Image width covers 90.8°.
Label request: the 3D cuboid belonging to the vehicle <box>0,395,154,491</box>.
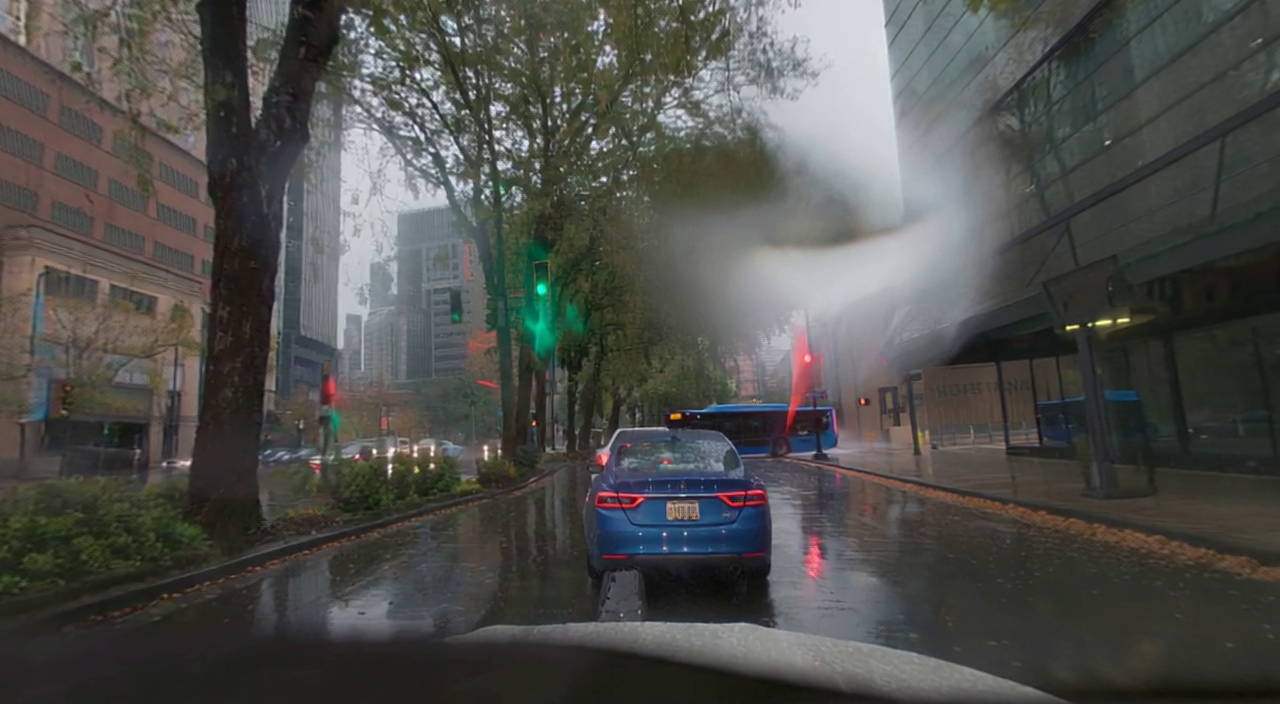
[{"bbox_3d":[-25.953,3.646,25.320,2.692,3.685,10.153,-3,-9,20],"label":"vehicle"}]

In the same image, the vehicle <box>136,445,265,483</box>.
[{"bbox_3d":[-20.627,5.220,29.901,1.892,1.645,4.561,-4,-9,25],"label":"vehicle"}]

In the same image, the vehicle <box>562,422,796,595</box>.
[{"bbox_3d":[0.373,1.634,7.395,2.006,1.470,3.799,0,-8,1],"label":"vehicle"}]

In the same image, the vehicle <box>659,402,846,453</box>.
[{"bbox_3d":[8.513,5.870,48.857,13.811,3.706,2.997,0,-9,-3],"label":"vehicle"}]

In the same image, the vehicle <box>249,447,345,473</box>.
[{"bbox_3d":[-20.277,6.380,37.610,1.883,1.461,4.830,-4,-9,23],"label":"vehicle"}]
